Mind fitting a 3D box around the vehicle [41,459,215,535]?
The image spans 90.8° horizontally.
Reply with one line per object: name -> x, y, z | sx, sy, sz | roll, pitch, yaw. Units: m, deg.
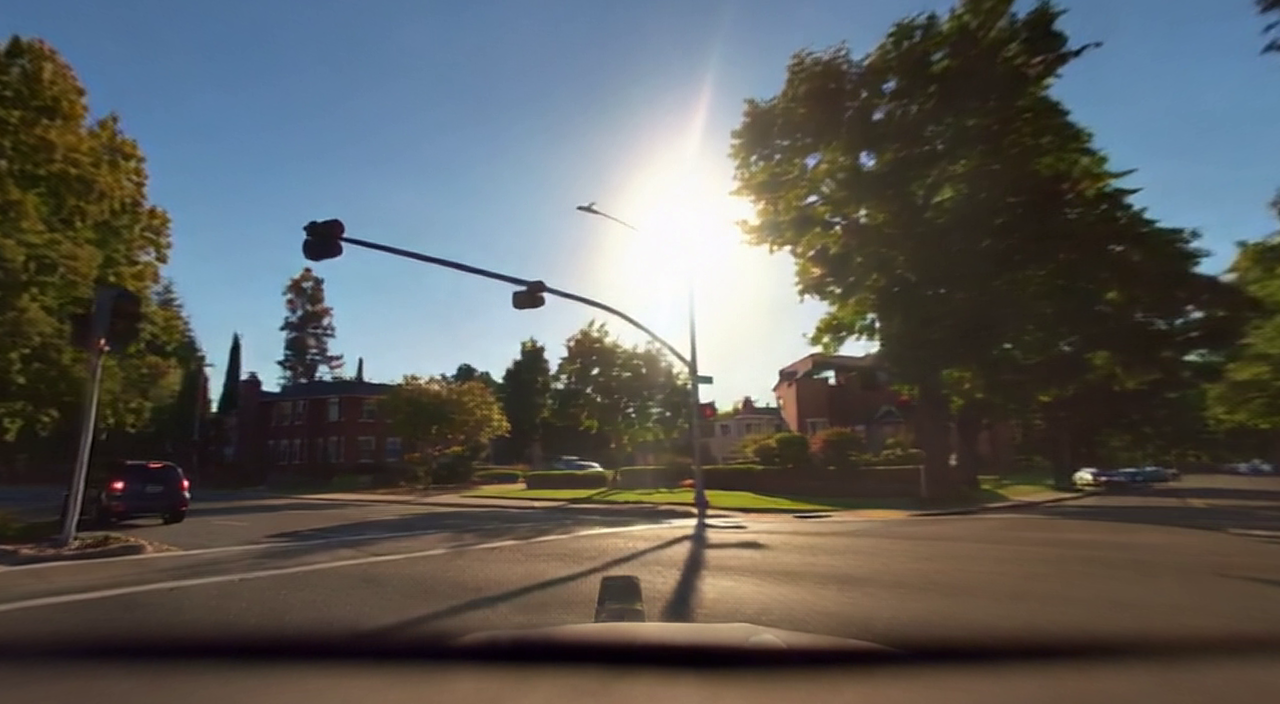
vehicle -> -13.204, 3.605, 16.254 | 4.247, 1.591, 2.093 | -5, -10, 32
